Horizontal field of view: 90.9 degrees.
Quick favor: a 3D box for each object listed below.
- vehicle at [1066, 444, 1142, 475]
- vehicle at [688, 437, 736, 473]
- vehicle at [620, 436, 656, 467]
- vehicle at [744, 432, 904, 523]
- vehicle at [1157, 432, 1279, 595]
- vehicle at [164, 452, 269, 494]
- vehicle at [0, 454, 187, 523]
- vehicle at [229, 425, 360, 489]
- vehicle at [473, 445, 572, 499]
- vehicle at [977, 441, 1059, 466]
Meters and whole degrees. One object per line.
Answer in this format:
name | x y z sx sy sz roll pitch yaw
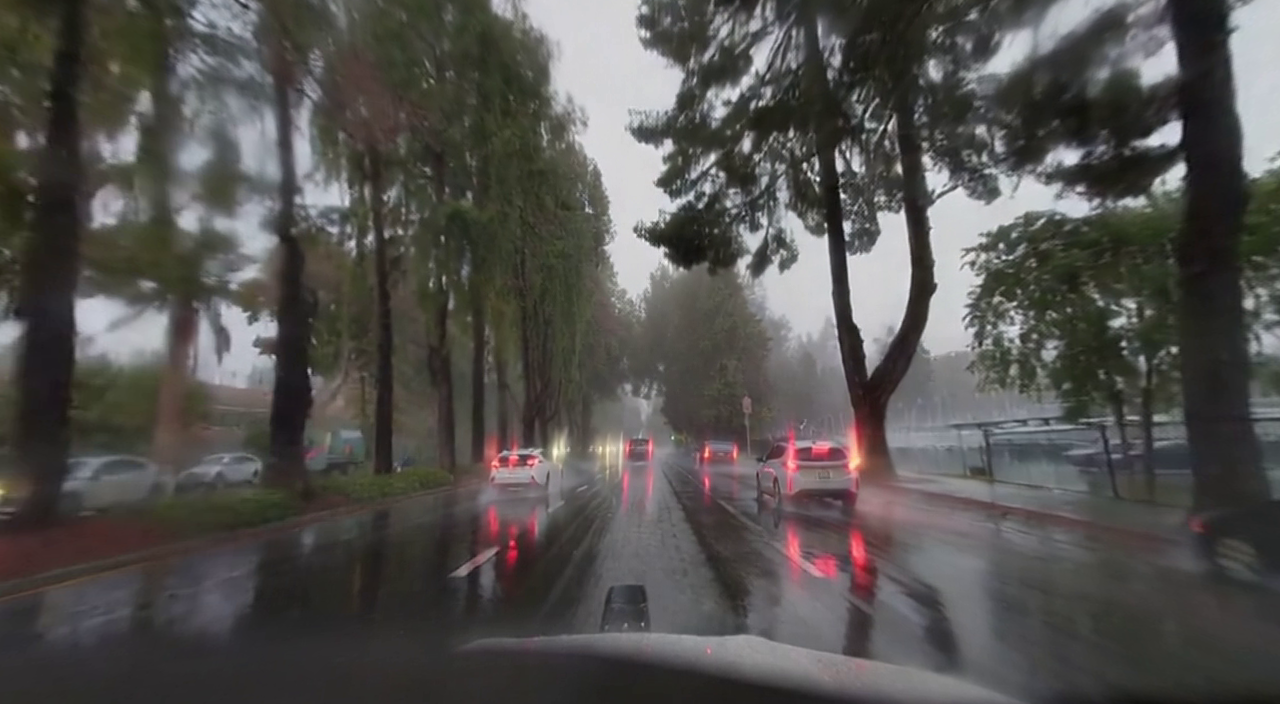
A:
vehicle | 23.477 5.410 31.842 3.658 1.443 1.869 6 -10 -34
vehicle | 3.744 5.415 33.349 1.980 1.709 4.367 0 -8 0
vehicle | -0.127 6.531 41.365 2.247 1.882 4.603 0 -8 0
vehicle | 3.448 2.426 12.749 1.919 1.502 4.232 0 -8 0
vehicle | 6.766 1.315 4.722 2.035 1.449 4.427 0 -8 0
vehicle | -22.507 6.426 33.845 2.257 1.909 5.115 -1 -8 -3
vehicle | -15.985 3.918 18.610 1.918 1.692 4.338 0 -8 0
vehicle | -22.846 6.946 42.726 2.833 3.735 11.042 0 -8 -1
vehicle | -3.187 3.330 17.914 2.013 1.354 3.908 0 -8 1
vehicle | 25.681 6.879 42.921 2.122 1.647 4.283 8 -11 -41
